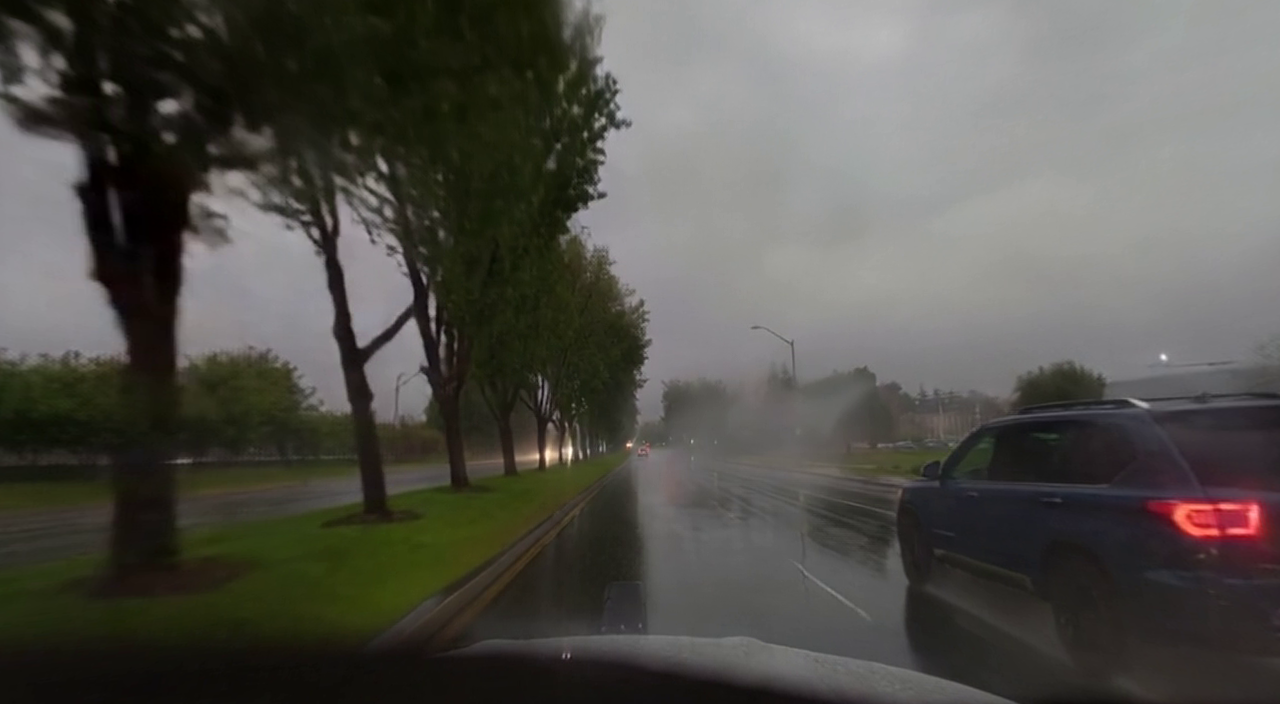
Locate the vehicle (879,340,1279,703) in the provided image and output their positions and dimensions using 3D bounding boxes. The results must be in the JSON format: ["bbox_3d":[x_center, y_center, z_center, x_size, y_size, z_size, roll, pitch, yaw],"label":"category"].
[{"bbox_3d":[3.632,1.081,4.171,2.087,1.759,5.040,0,-8,0],"label":"vehicle"}]
